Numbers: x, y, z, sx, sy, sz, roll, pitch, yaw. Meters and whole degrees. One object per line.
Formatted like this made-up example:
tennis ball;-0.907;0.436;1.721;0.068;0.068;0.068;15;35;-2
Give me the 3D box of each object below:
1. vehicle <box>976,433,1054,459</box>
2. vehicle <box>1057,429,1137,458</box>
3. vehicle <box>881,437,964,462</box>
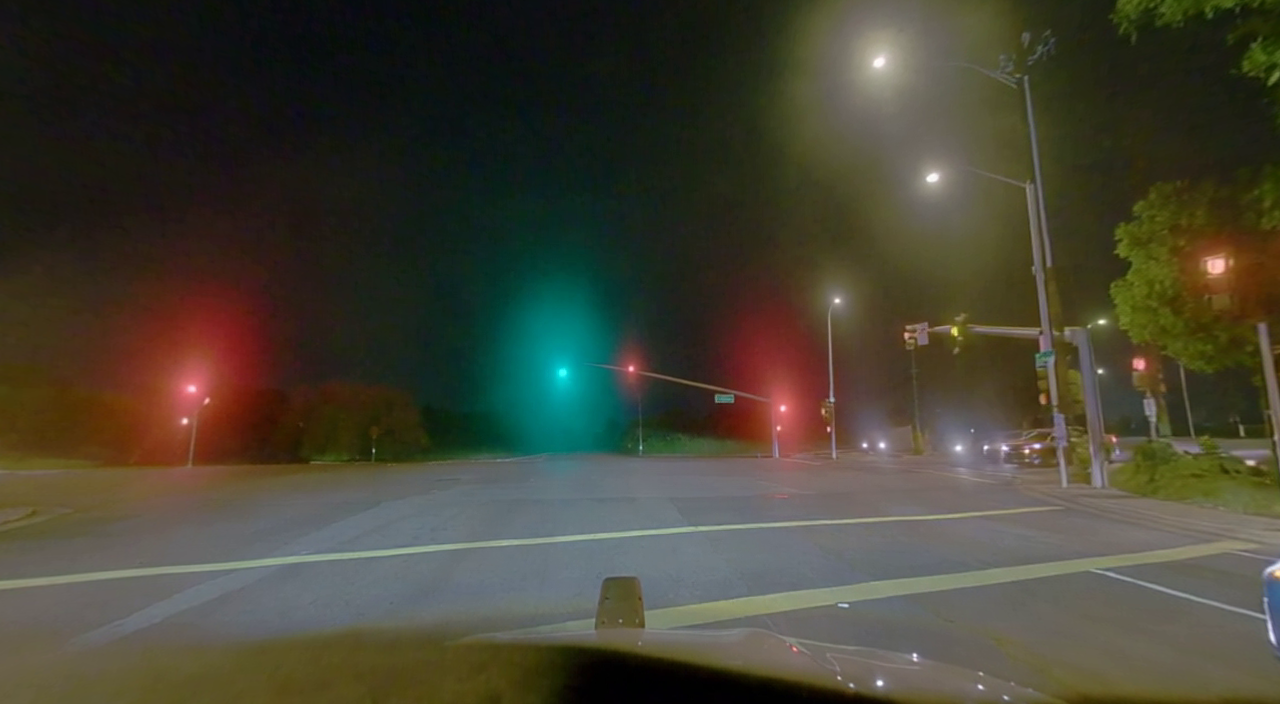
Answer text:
vehicle;26.881;6.739;45.296;5.032;1.828;2.183;4;-9;-24
vehicle;36.027;7.221;49.787;6.148;2.119;2.473;4;-10;-28
vehicle;18.632;6.435;41.638;5.234;1.549;1.982;4;-9;-24
